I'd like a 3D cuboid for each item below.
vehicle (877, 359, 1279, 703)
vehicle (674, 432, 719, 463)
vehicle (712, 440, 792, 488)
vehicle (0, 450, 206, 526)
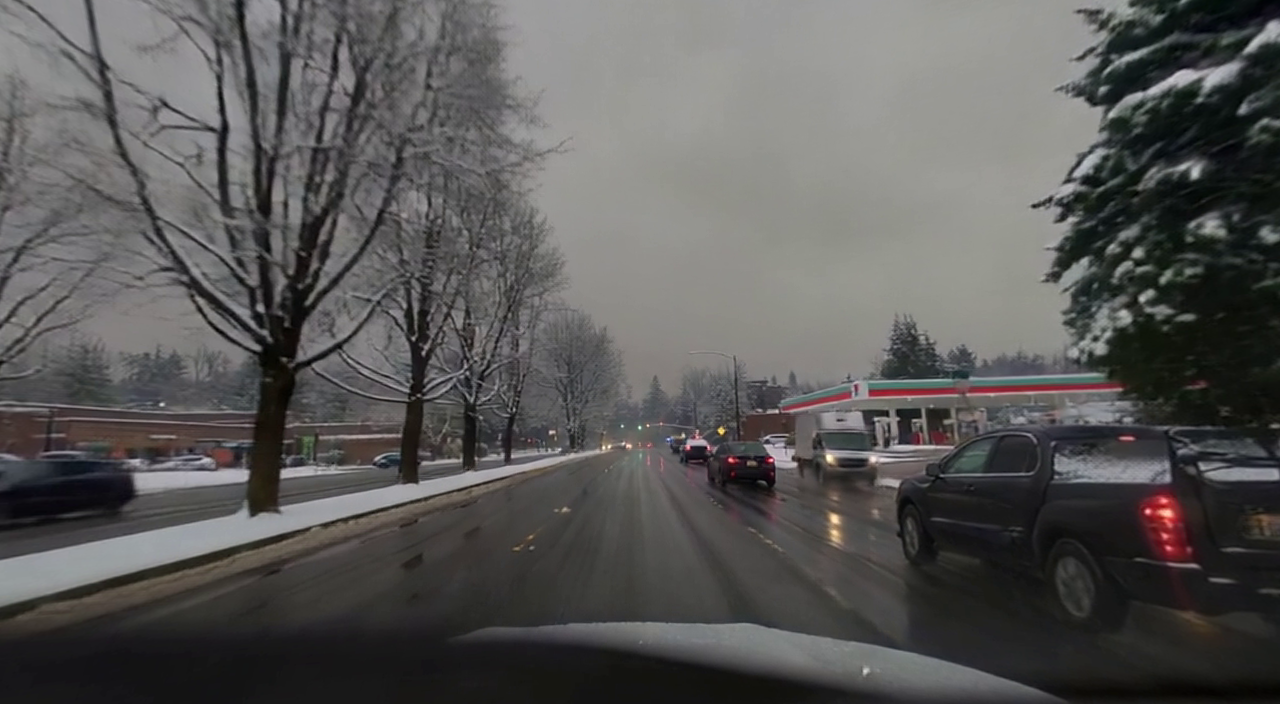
[{"bbox_3d":[3.641,1.151,4.570,1.875,1.665,4.931,0,-8,0],"label":"vehicle"},{"bbox_3d":[3.765,6.543,43.125,2.611,1.983,5.165,0,-8,0],"label":"vehicle"},{"bbox_3d":[3.654,3.719,21.297,1.871,1.442,4.122,0,-8,-1],"label":"vehicle"},{"bbox_3d":[-14.182,3.327,16.191,2.031,1.539,5.646,0,-8,0],"label":"vehicle"}]
